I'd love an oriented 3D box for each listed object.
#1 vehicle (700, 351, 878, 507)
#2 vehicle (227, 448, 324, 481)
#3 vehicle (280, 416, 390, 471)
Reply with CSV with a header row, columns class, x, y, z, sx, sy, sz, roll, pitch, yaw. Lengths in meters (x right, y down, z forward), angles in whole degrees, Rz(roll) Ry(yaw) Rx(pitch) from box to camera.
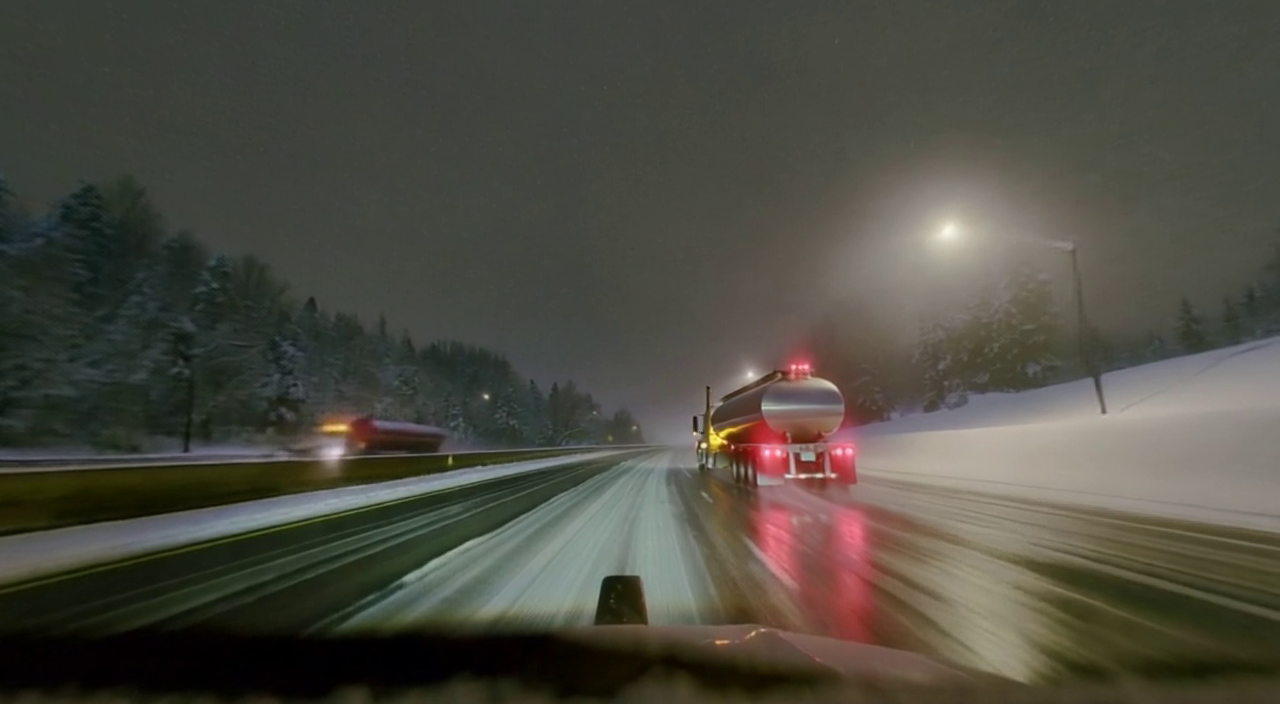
class,x,y,z,sx,sy,sz,roll,pitch,yaw
vehicle,4.133,2.834,21.864,2.880,3.624,14.397,0,-8,1
vehicle,-20.240,6.236,35.315,2.036,1.631,5.277,-1,-8,3
vehicle,-23.476,7.194,49.501,2.850,3.875,10.156,-1,-8,4
